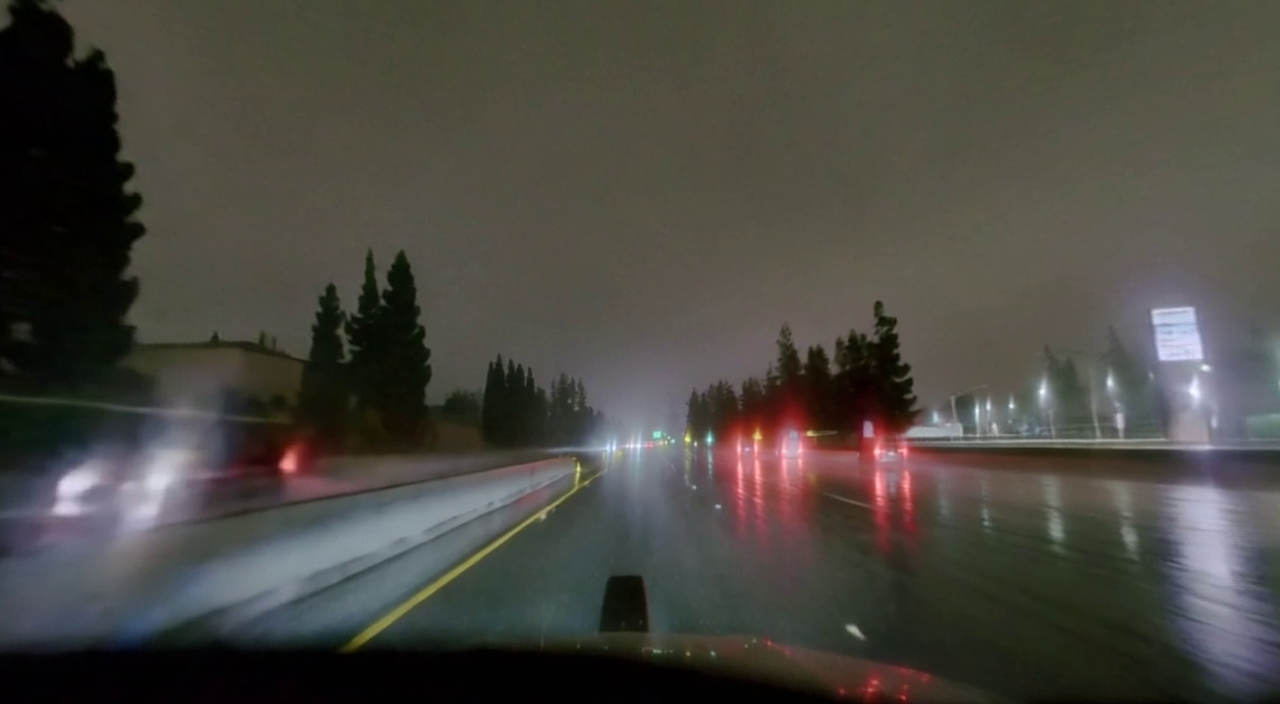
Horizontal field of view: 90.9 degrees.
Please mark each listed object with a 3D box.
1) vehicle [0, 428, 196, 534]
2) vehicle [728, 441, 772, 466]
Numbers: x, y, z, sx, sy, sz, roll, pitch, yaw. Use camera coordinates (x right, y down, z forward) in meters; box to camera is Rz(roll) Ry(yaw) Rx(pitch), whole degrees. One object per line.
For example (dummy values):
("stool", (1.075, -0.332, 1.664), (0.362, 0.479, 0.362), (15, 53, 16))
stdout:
("vehicle", (-10.538, 2.189, 11.145), (2.027, 1.551, 4.656), (0, -8, -1))
("vehicle", (7.006, 6.519, 40.563), (2.025, 1.484, 4.208), (0, -8, 0))
